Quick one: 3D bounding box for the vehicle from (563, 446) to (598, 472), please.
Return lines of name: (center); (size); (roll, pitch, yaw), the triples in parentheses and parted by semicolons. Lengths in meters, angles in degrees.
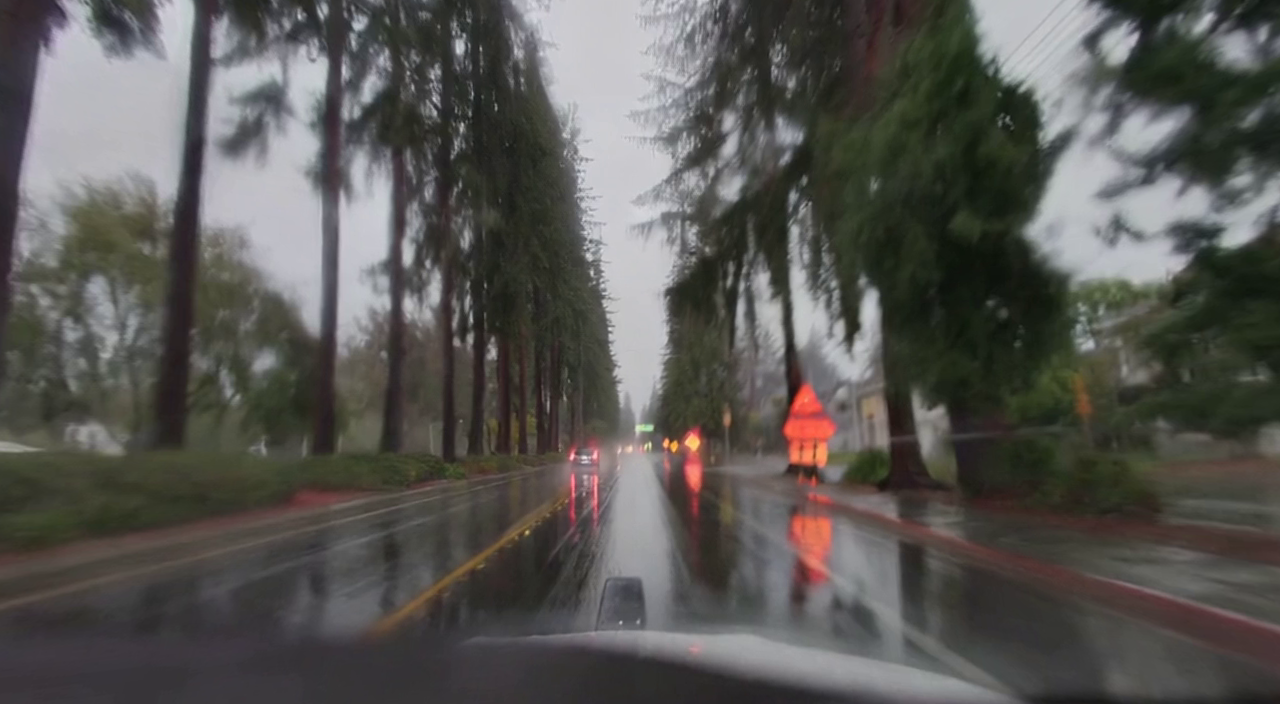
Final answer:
vehicle: (-3.924, 7.145, 42.336); (1.992, 1.608, 3.868); (0, -9, 0)
